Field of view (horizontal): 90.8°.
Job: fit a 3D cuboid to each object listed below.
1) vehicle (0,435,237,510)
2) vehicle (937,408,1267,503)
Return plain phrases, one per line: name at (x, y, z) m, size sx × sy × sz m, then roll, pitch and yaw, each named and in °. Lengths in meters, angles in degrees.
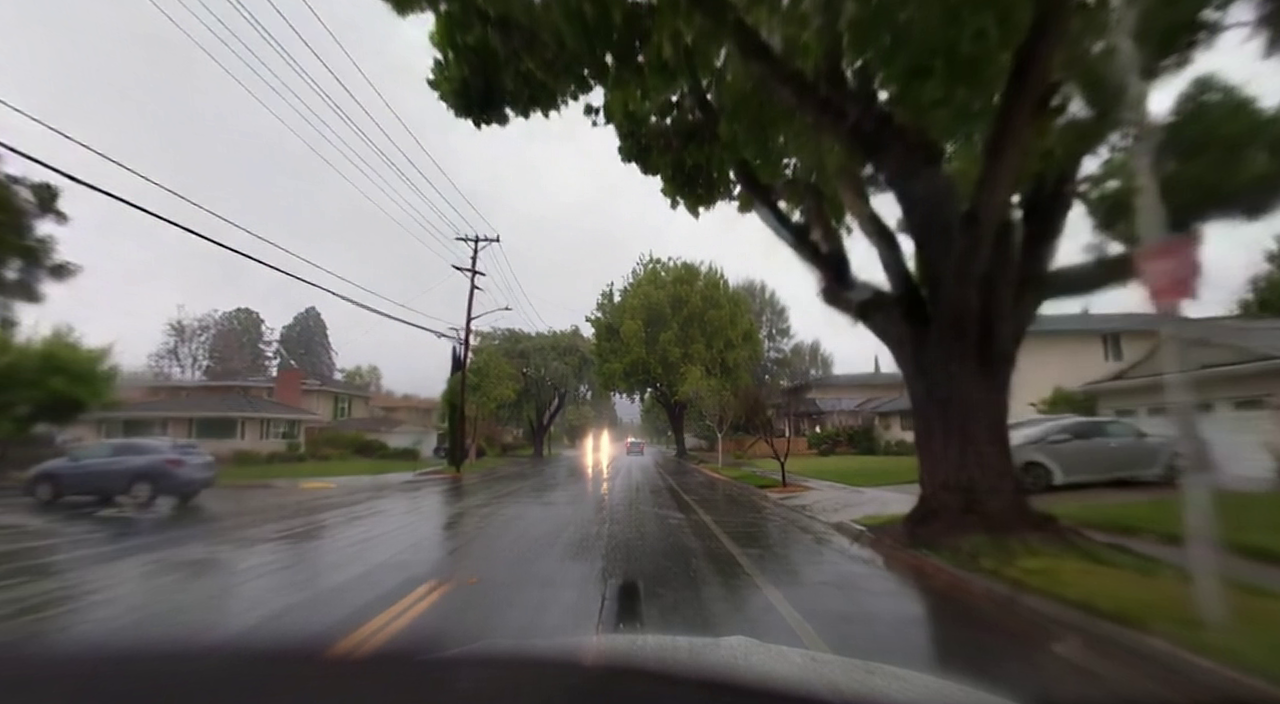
vehicle at (-14.360, 3.214, 17.139) m, size 5.217 × 1.866 × 2.342 m, roll 0°, pitch -8°, yaw 1°
vehicle at (9.048, 2.087, 12.918) m, size 4.953 × 1.704 × 1.952 m, roll -2°, pitch -9°, yaw 11°
